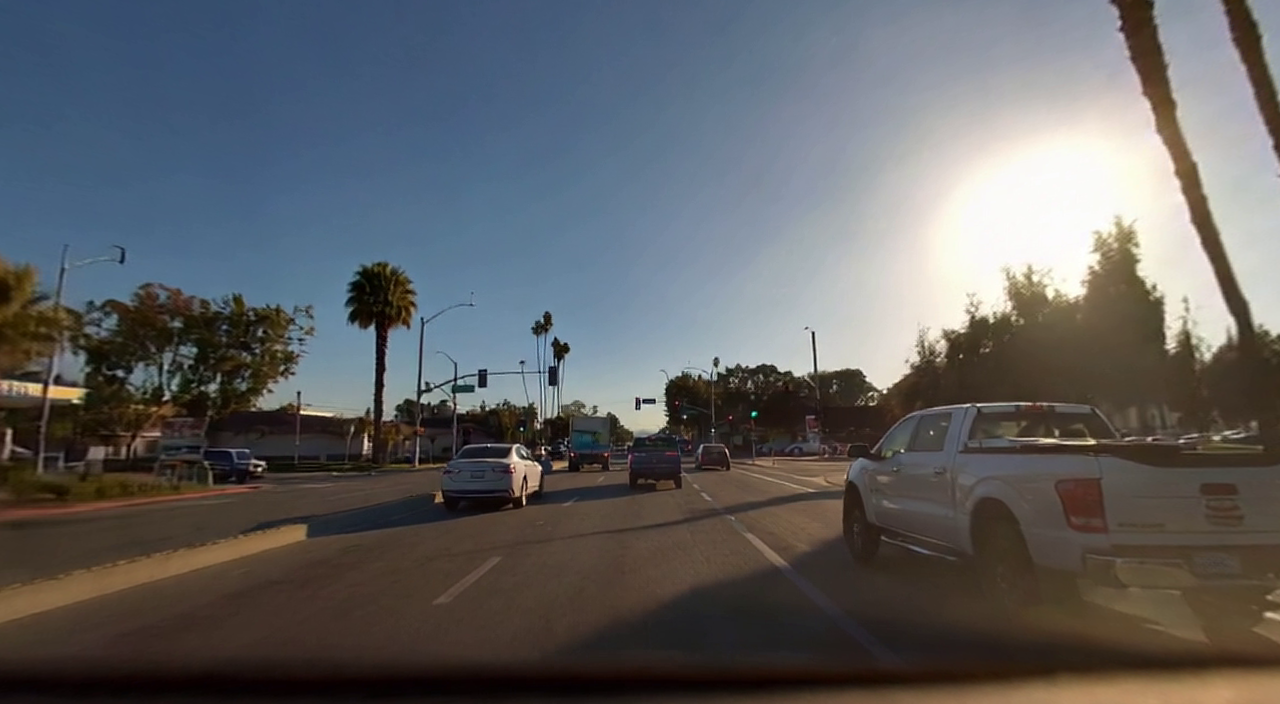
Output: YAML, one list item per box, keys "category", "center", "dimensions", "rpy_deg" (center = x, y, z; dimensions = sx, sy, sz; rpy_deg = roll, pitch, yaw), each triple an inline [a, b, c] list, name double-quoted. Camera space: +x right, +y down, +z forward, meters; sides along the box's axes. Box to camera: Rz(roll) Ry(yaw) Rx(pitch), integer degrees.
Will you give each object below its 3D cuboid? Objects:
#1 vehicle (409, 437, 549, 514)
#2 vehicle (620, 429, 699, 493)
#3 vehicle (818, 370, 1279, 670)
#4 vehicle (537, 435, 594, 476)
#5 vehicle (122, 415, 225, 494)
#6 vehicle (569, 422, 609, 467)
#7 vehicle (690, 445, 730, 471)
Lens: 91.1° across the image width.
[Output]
- category: "vehicle"
  center: [-3.556, 2.814, 14.920]
  dimensions: [1.983, 1.502, 4.720]
  rpy_deg: [0, -8, 1]
- category: "vehicle"
  center: [0.585, 3.559, 20.968]
  dimensions: [2.295, 1.835, 5.471]
  rpy_deg: [0, -8, 1]
- category: "vehicle"
  center: [3.745, 1.422, 6.675]
  dimensions: [2.120, 1.828, 5.531]
  rpy_deg: [0, -8, 1]
- category: "vehicle"
  center: [-3.541, 5.034, 30.728]
  dimensions: [2.071, 1.811, 4.605]
  rpy_deg: [0, -8, 2]
- category: "vehicle"
  center: [-18.611, 4.051, 25.036]
  dimensions: [3.441, 2.870, 2.109]
  rpy_deg: [-7, -10, 35]
- category: "vehicle"
  center: [-3.429, 6.362, 43.366]
  dimensions: [2.393, 2.865, 5.466]
  rpy_deg: [0, -8, -1]
- category: "vehicle"
  center: [4.084, 6.258, 37.185]
  dimensions: [1.901, 1.401, 3.965]
  rpy_deg: [0, -8, 0]
